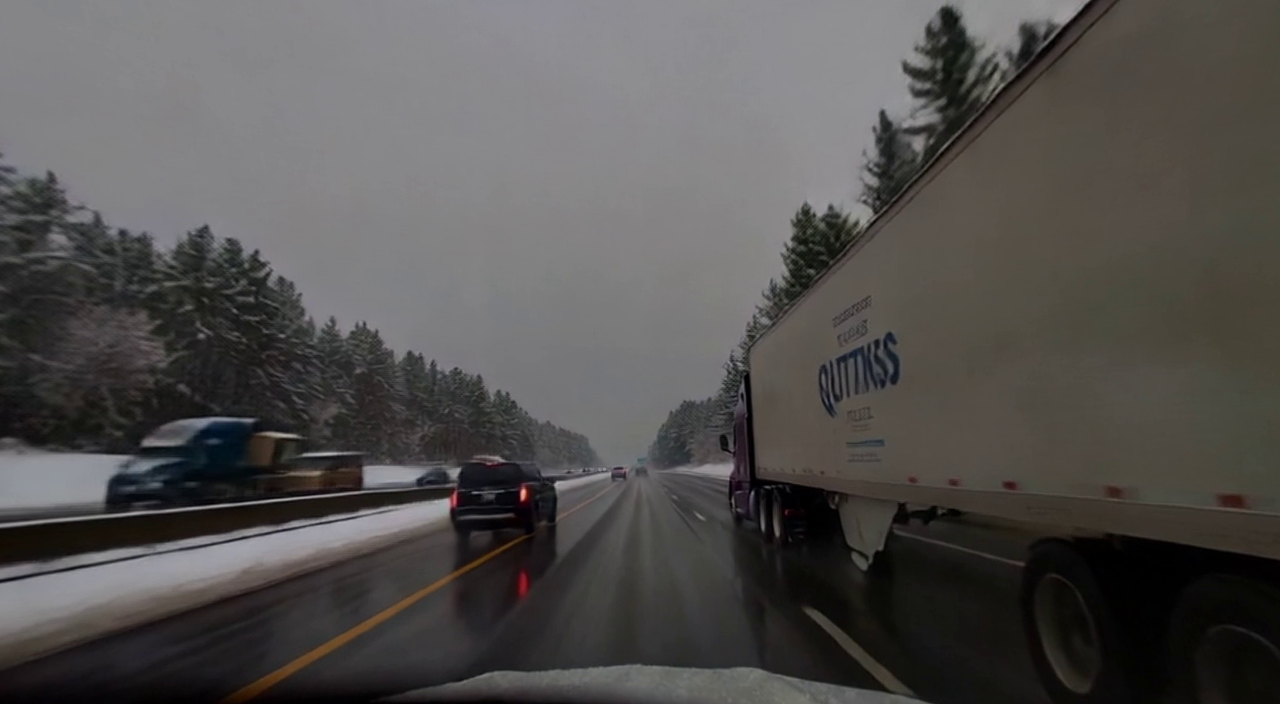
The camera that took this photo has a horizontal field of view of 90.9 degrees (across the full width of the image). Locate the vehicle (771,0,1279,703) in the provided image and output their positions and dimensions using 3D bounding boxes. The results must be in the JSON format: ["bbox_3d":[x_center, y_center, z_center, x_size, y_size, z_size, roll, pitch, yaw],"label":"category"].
[{"bbox_3d":[3.748,0.363,5.312,2.871,4.032,10.642,1,-10,-1],"label":"vehicle"}]

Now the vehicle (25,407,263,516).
[{"bbox_3d":[-20.478,4.733,27.106,2.987,3.849,8.645,1,-10,0],"label":"vehicle"}]

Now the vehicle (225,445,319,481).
[{"bbox_3d":[-20.297,6.201,35.082,2.073,1.808,5.075,0,-10,1],"label":"vehicle"}]

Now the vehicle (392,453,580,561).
[{"bbox_3d":[-2.238,2.413,10.301,2.032,1.407,3.641,0,-11,2],"label":"vehicle"}]

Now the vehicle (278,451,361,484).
[{"bbox_3d":[-20.273,7.369,40.162,2.562,1.865,5.117,0,-10,0],"label":"vehicle"}]
